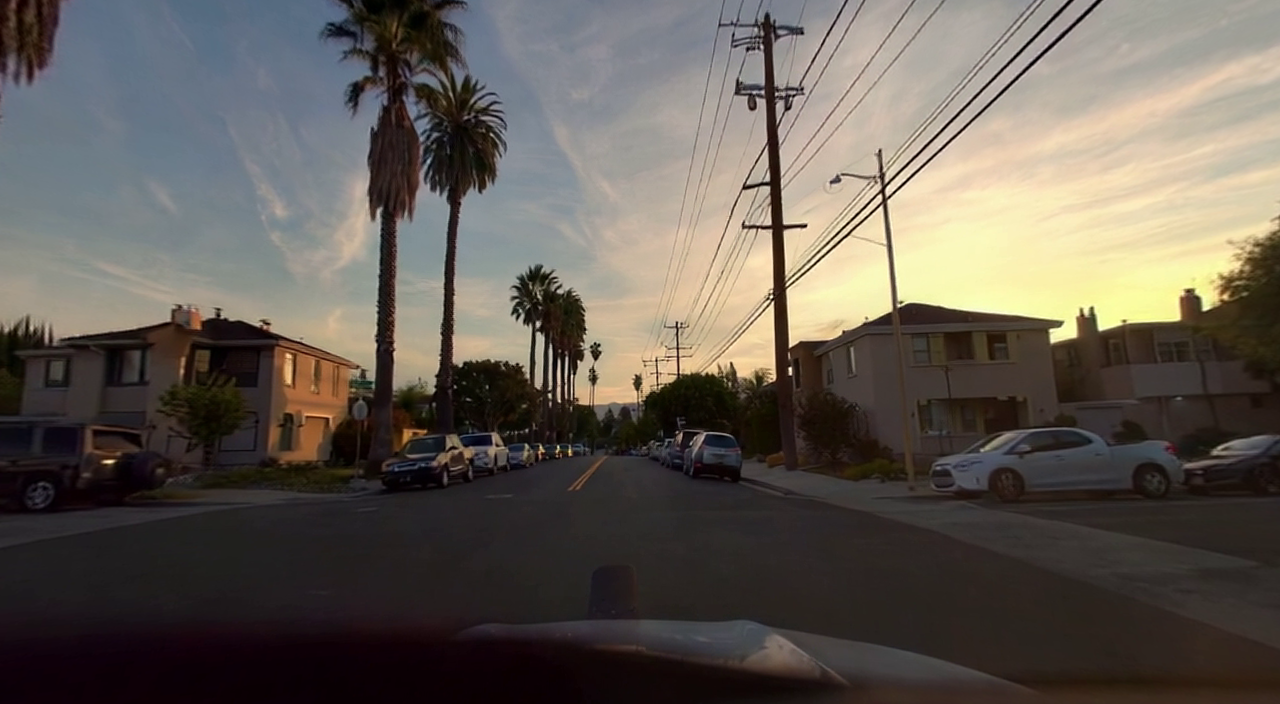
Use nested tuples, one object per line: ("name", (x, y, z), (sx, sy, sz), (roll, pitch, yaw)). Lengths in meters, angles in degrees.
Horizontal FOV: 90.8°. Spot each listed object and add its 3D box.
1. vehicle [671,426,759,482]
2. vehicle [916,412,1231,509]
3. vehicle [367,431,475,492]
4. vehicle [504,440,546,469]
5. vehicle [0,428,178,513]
("vehicle", (2.698, 3.903, 24.439), (2.505, 1.895, 5.805), (0, -9, -2))
("vehicle", (10.310, 2.604, 15.428), (5.971, 1.967, 2.385), (-1, -9, -4))
("vehicle", (-6.958, 3.524, 20.663), (2.198, 1.724, 4.493), (1, -9, -5))
("vehicle", (-7.922, 7.124, 43.959), (2.178, 1.865, 4.658), (0, -9, -2))
("vehicle", (-14.776, 2.812, 14.874), (5.847, 1.766, 2.392), (-2, -9, -2))
